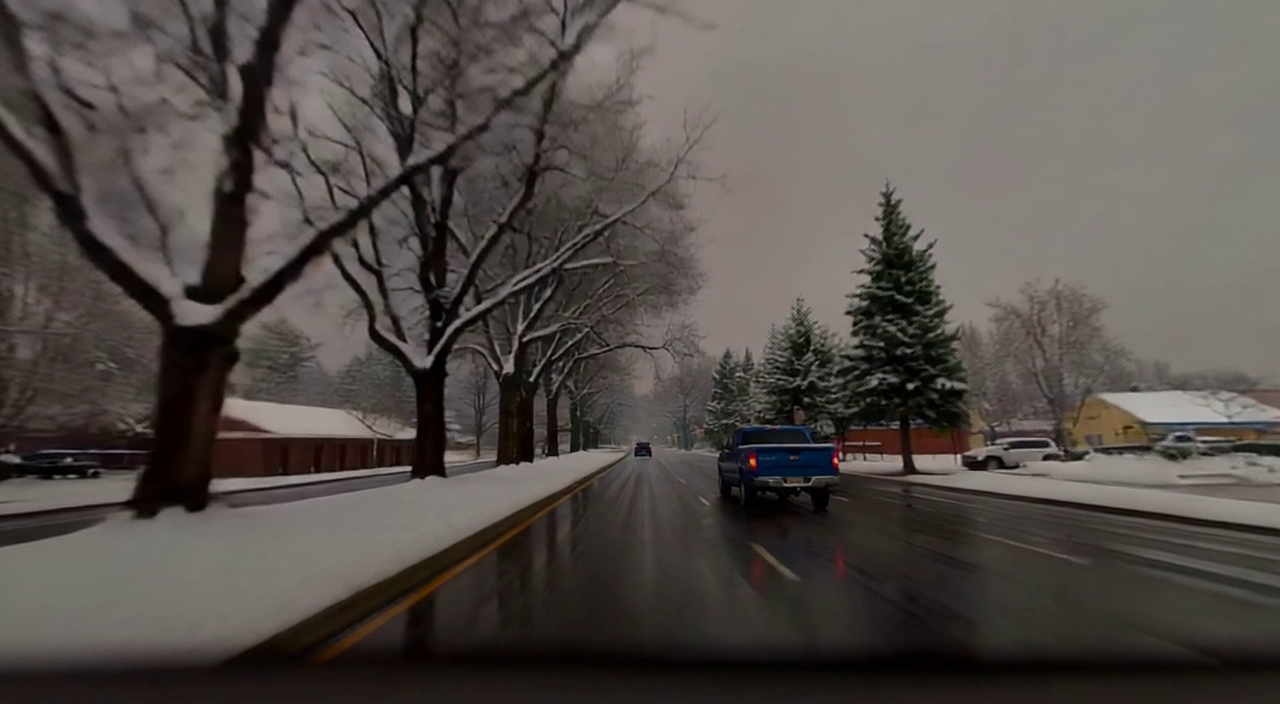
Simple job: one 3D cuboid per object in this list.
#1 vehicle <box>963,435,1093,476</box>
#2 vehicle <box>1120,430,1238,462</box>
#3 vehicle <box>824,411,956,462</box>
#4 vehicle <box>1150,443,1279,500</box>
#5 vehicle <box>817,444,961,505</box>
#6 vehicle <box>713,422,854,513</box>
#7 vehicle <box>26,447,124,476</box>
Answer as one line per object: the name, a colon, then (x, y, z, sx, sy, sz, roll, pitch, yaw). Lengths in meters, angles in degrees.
vehicle: (17.730, 4.756, 29.183, 4.747, 1.761, 2.043, -4, -9, 22)
vehicle: (37.729, 6.664, 44.412, 2.250, 1.954, 5.679, 3, -11, -28)
vehicle: (18.792, 6.412, 47.944, 8.393, 3.716, 3.472, 0, -9, -2)
vehicle: (17.052, 3.175, 16.992, 4.721, 1.462, 2.028, -4, -9, 25)
vehicle: (6.729, 3.324, 17.755, 2.012, 1.460, 4.812, 0, -8, -1)
vehicle: (3.213, 2.727, 15.490, 2.138, 1.836, 5.245, 0, -8, -1)
vehicle: (-29.305, 5.679, 32.815, 3.413, 1.459, 1.669, 0, -8, 0)
